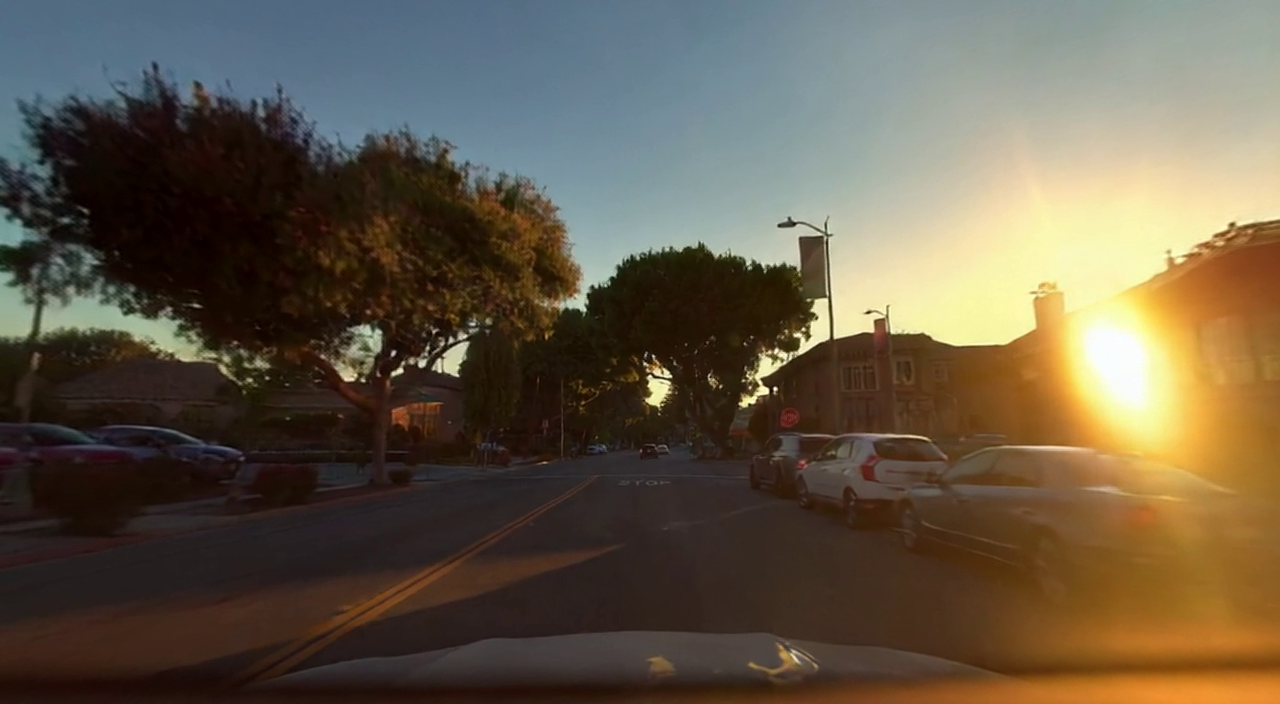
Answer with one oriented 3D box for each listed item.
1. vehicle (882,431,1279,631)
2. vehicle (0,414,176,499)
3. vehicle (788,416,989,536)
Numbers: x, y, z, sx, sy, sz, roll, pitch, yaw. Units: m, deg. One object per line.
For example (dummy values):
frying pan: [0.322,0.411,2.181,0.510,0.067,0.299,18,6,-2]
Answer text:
vehicle: [4.417,1.677,6.959,1.801,1.491,4.308,0,-8,1]
vehicle: [-15.860,2.708,16.460,5.525,2.057,2.256,0,-8,1]
vehicle: [4.394,2.263,12.067,2.041,1.838,4.524,0,-8,1]
